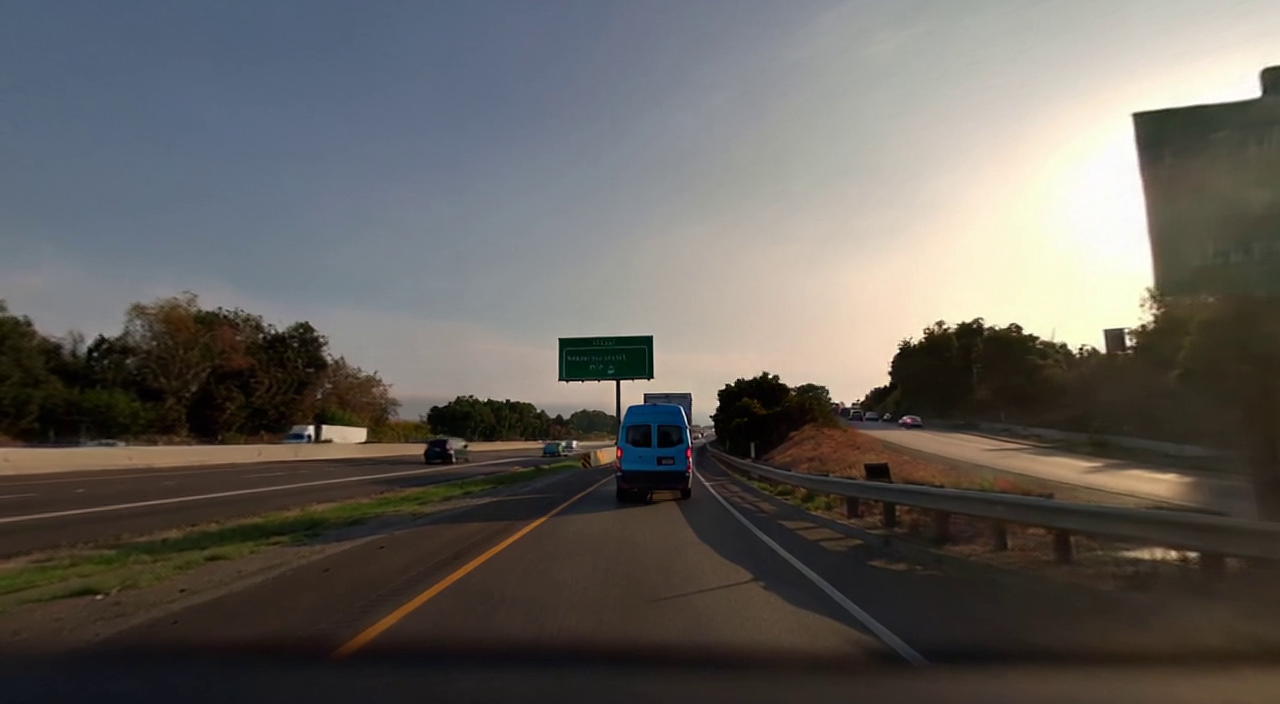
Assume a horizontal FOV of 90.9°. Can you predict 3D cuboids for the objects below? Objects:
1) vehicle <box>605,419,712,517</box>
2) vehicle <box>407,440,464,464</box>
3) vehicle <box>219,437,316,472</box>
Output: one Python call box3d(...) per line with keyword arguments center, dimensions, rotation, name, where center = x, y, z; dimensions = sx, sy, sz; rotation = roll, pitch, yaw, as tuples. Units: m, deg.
box3d(center=(0.313, 2.541, 14.340), dimensions=(2.043, 1.821, 4.558), rotation=(0, -8, -1), name="vehicle")
box3d(center=(-15.169, 7.413, 47.112), dimensions=(2.309, 1.683, 5.063), rotation=(-1, -8, 4), name="vehicle")
box3d(center=(-19.479, 5.360, 33.264), dimensions=(2.160, 1.691, 4.601), rotation=(-1, -8, 3), name="vehicle")
